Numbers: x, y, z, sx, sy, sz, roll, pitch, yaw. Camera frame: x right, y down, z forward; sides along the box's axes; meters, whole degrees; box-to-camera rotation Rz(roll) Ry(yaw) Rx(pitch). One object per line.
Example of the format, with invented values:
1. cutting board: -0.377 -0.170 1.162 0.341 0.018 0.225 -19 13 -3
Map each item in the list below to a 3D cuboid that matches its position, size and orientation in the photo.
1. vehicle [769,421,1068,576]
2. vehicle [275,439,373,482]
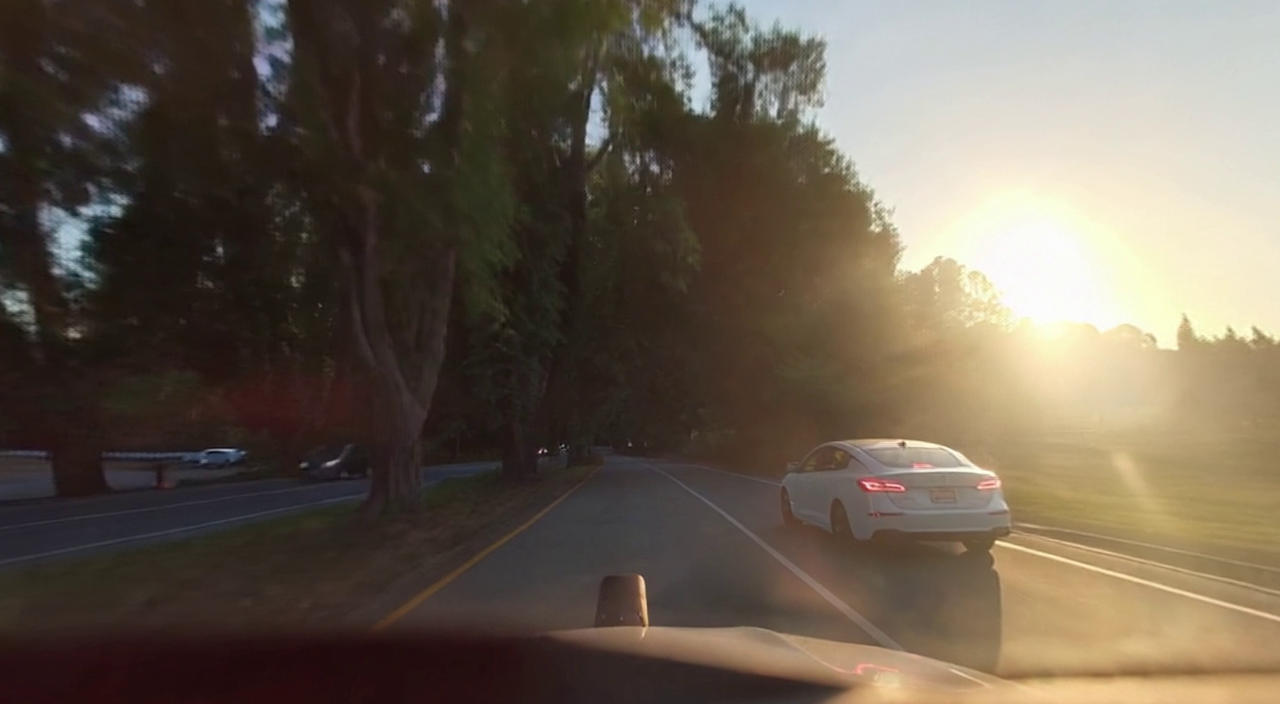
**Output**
1. vehicle: 3.380 1.875 8.940 2.060 1.584 4.592 0 -9 -1
2. vehicle: -13.531 4.667 27.428 1.978 1.660 4.462 0 -9 -1
